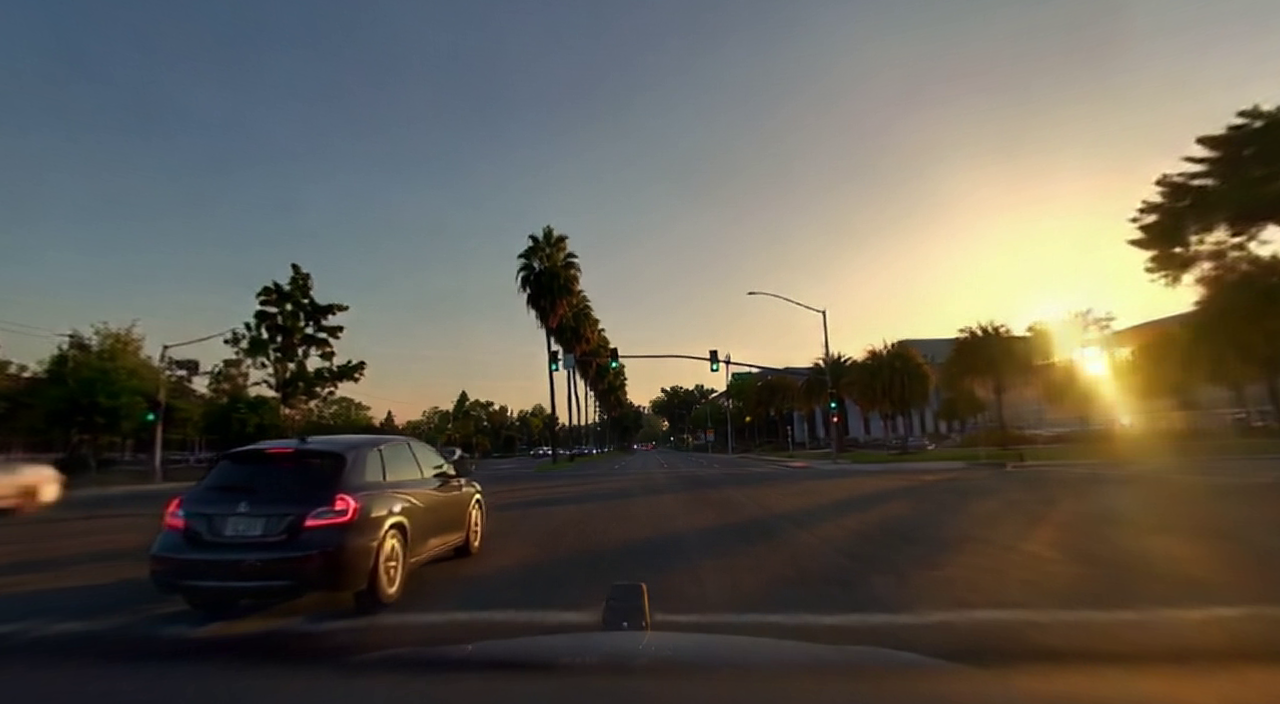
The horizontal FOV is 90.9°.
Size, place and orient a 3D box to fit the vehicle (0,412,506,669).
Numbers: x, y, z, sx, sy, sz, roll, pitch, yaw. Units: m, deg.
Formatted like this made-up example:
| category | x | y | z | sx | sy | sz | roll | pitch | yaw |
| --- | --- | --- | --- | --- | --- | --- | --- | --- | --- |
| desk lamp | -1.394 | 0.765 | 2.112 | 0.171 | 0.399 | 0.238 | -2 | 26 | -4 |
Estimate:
| category | x | y | z | sx | sy | sz | roll | pitch | yaw |
| --- | --- | --- | --- | --- | --- | --- | --- | --- | --- |
| vehicle | -3.014 | 1.504 | 6.322 | 2.162 | 1.549 | 4.795 | 0 | -8 | 1 |
